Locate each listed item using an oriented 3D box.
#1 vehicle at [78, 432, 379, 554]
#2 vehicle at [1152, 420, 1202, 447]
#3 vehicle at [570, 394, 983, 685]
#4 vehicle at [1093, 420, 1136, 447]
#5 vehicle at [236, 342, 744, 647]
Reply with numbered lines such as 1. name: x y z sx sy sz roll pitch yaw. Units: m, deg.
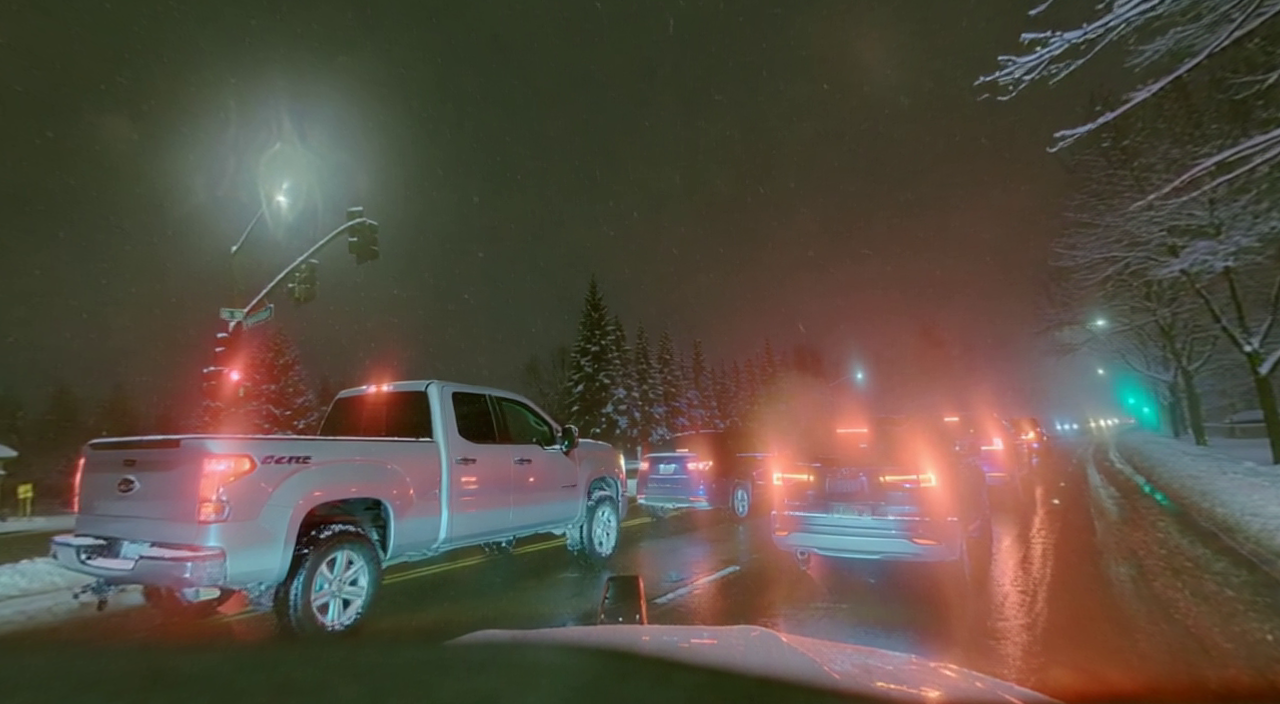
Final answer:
1. vehicle: -8.382 2.800 13.422 2.174 2.057 4.738 -6 -10 33
2. vehicle: 35.774 5.477 42.182 2.183 1.714 4.491 -6 -11 37
3. vehicle: 1.717 1.378 5.991 2.027 1.549 4.801 -6 -10 35
4. vehicle: 32.808 5.678 43.712 2.160 1.790 4.303 -6 -10 35
5. vehicle: -0.870 1.401 7.471 2.272 2.016 6.146 -5 -10 27
